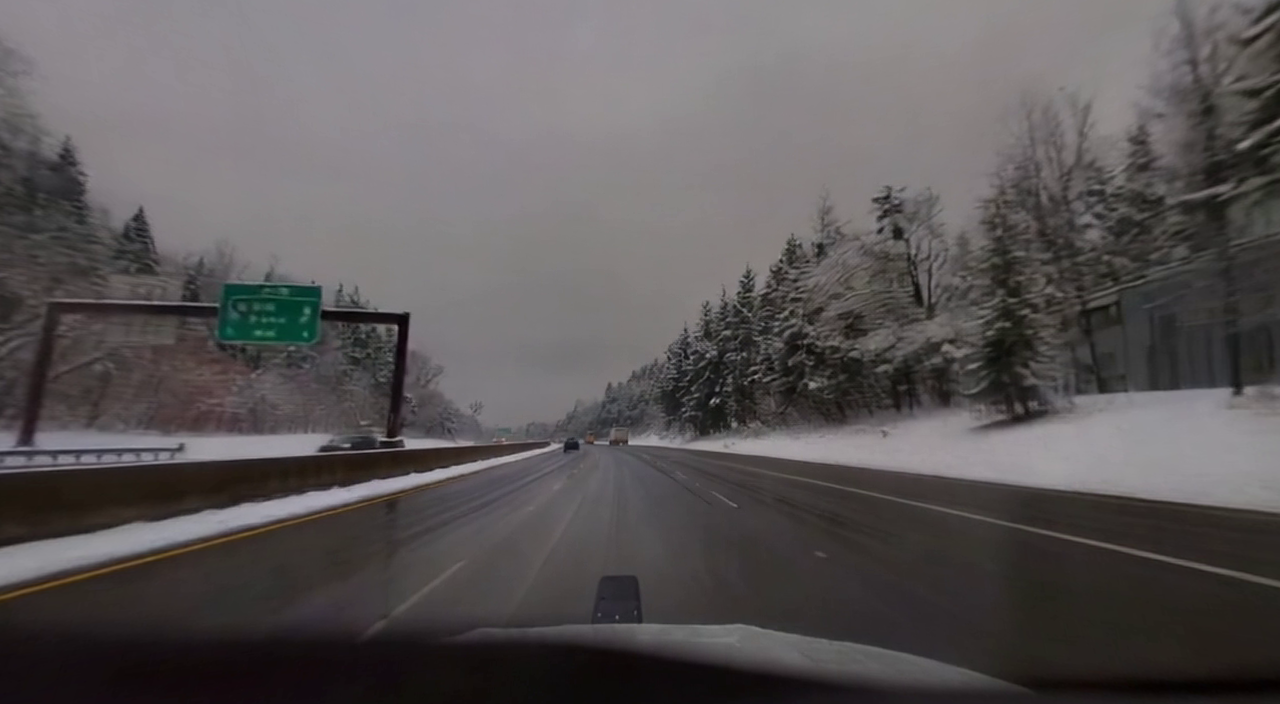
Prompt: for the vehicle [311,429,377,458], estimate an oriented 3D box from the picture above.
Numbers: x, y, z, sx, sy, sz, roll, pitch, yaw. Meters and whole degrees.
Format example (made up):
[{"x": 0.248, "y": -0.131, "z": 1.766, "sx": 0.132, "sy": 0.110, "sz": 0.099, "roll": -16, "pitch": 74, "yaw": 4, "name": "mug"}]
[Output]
[{"x": -15.885, "y": 4.929, "z": 34.039, "sx": 1.845, "sy": 1.486, "sz": 3.730, "roll": 0, "pitch": -8, "yaw": -3, "name": "vehicle"}]
